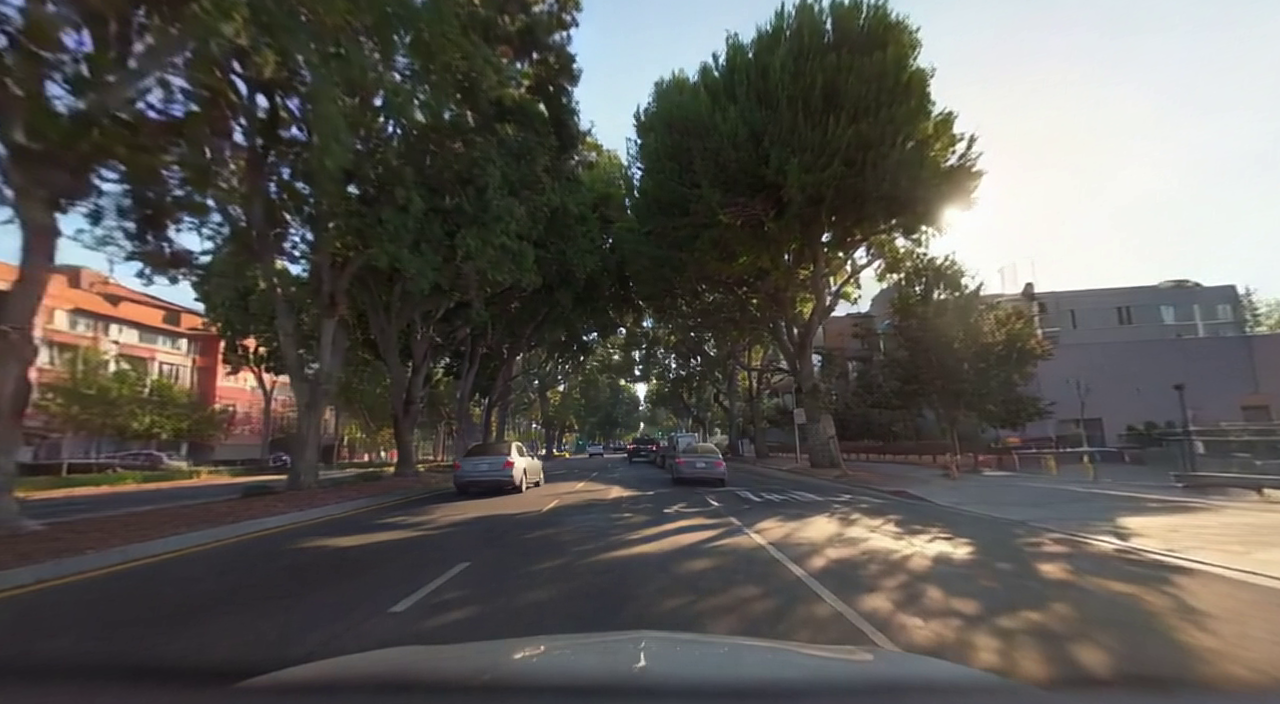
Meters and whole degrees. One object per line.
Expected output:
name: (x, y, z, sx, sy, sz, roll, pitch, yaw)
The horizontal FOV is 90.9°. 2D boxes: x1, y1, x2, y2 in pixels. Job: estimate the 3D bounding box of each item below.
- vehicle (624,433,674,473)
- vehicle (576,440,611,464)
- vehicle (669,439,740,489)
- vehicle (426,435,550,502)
vehicle: (0.469, 4.973, 31.193, 2.289, 1.808, 4.033, 0, -8, 1)
vehicle: (-3.257, 7.124, 45.015, 2.062, 1.641, 4.193, 0, -8, 1)
vehicle: (2.054, 3.604, 20.685, 2.086, 1.466, 4.026, -1, -8, 5)
vehicle: (-3.800, 3.000, 16.788, 2.003, 1.507, 4.808, 0, -8, 1)
